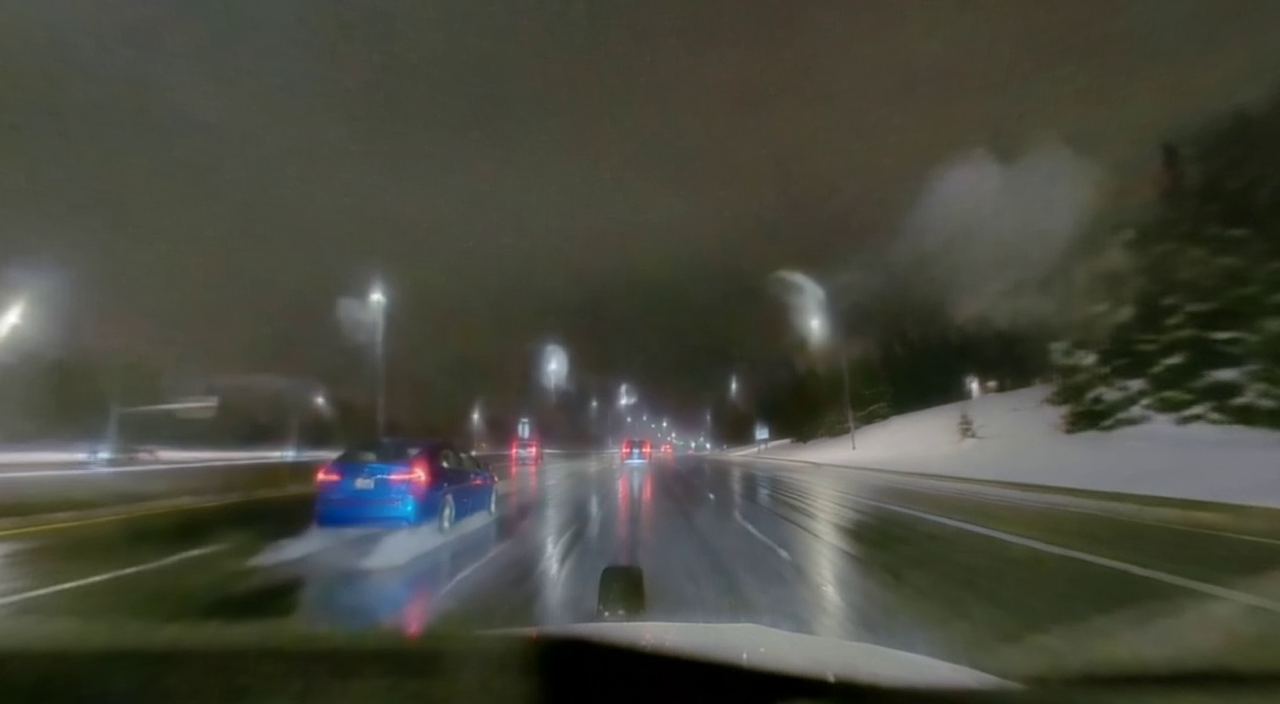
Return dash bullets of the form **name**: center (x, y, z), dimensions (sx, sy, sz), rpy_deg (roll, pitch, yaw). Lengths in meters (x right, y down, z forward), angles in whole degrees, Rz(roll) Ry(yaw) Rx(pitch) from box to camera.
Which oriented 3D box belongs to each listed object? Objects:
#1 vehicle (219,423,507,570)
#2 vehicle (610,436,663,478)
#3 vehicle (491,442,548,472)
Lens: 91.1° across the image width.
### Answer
- **vehicle**: center (-3.555, 1.950, 9.274), dimensions (2.124, 1.607, 4.531), rpy_deg (0, -9, 1)
- **vehicle**: center (-0.116, 4.638, 28.002), dimensions (2.155, 1.690, 4.318), rpy_deg (0, -9, 1)
- **vehicle**: center (-6.406, 5.644, 33.936), dimensions (1.994, 1.519, 4.668), rpy_deg (0, -9, 2)
